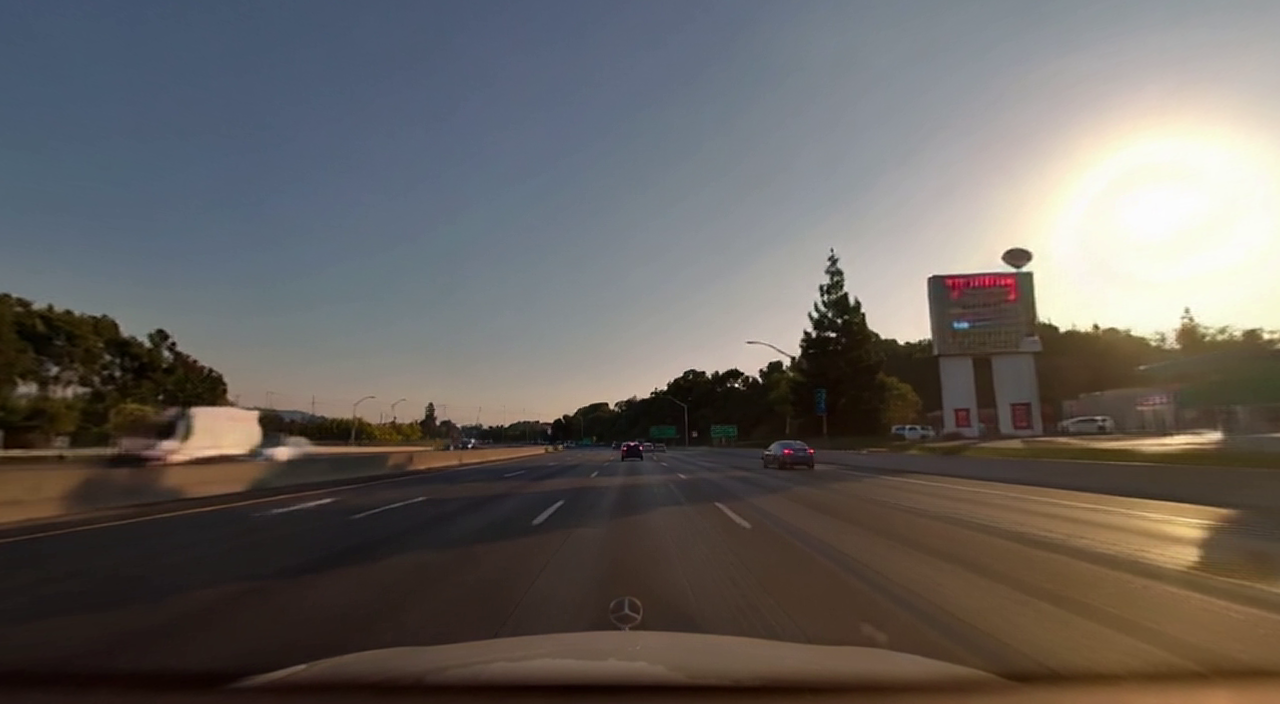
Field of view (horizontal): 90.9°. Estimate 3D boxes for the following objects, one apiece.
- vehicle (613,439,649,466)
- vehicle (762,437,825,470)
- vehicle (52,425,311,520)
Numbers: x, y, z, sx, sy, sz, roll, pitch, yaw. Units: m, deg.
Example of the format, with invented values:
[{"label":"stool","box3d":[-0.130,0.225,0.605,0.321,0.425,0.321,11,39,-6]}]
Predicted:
[{"label":"vehicle","box3d":[-0.531,5.817,36.615,1.999,1.473,4.351,0,-8,-1]},{"label":"vehicle","box3d":[7.333,4.907,30.584,1.867,1.463,4.295,0,-8,-1]},{"label":"vehicle","box3d":[-9.778,2.577,14.191,2.005,1.725,5.137,0,-8,-1]}]
